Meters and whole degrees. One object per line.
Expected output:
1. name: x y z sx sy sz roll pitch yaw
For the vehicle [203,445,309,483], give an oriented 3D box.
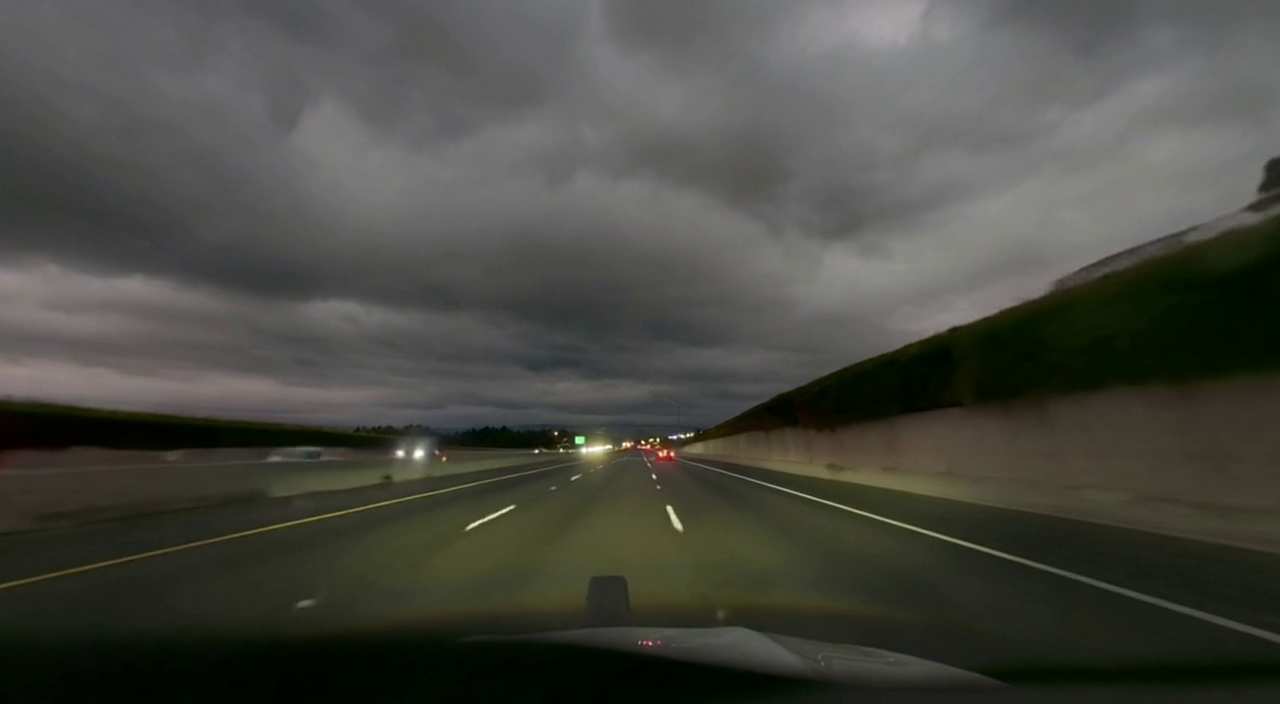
1. vehicle: -17.093 4.972 28.293 1.900 1.524 4.532 -1 -9 0
